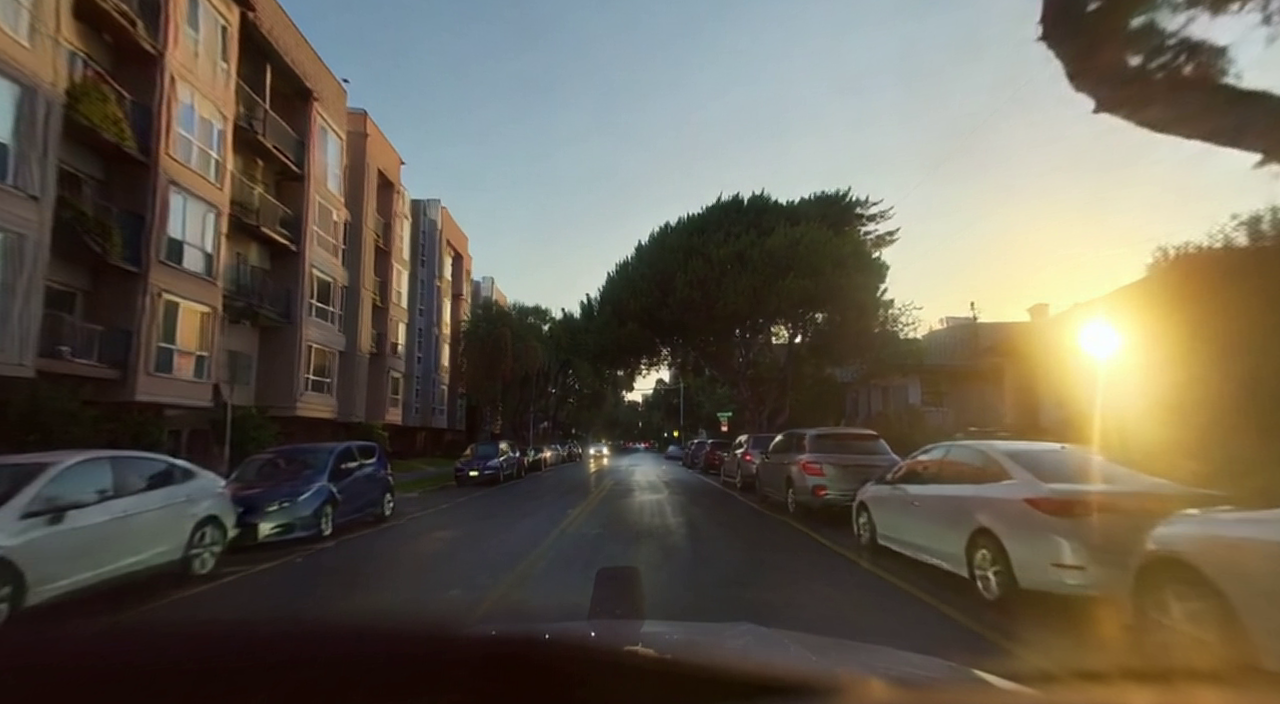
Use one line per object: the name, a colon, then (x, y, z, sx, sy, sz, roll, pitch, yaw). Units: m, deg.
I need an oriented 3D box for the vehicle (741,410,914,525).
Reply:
vehicle: (3.380, 2.201, 12.570, 1.835, 1.809, 4.997, 0, -8, -1)

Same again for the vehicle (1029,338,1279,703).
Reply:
vehicle: (3.575, 0.696, 1.571, 1.912, 1.781, 5.159, 0, -8, 0)

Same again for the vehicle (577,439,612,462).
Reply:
vehicle: (-3.174, 6.919, 44.526, 1.939, 1.504, 4.121, -1, -8, 3)

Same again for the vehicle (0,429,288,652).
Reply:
vehicle: (-5.213, 1.464, 5.520, 1.711, 1.500, 4.510, 0, -8, -1)

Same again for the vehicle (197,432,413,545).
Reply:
vehicle: (-5.187, 2.115, 10.382, 1.628, 1.504, 3.500, 0, -8, -1)

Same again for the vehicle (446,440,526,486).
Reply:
vehicle: (-5.436, 3.959, 22.884, 1.647, 1.481, 4.433, 0, -8, 2)
